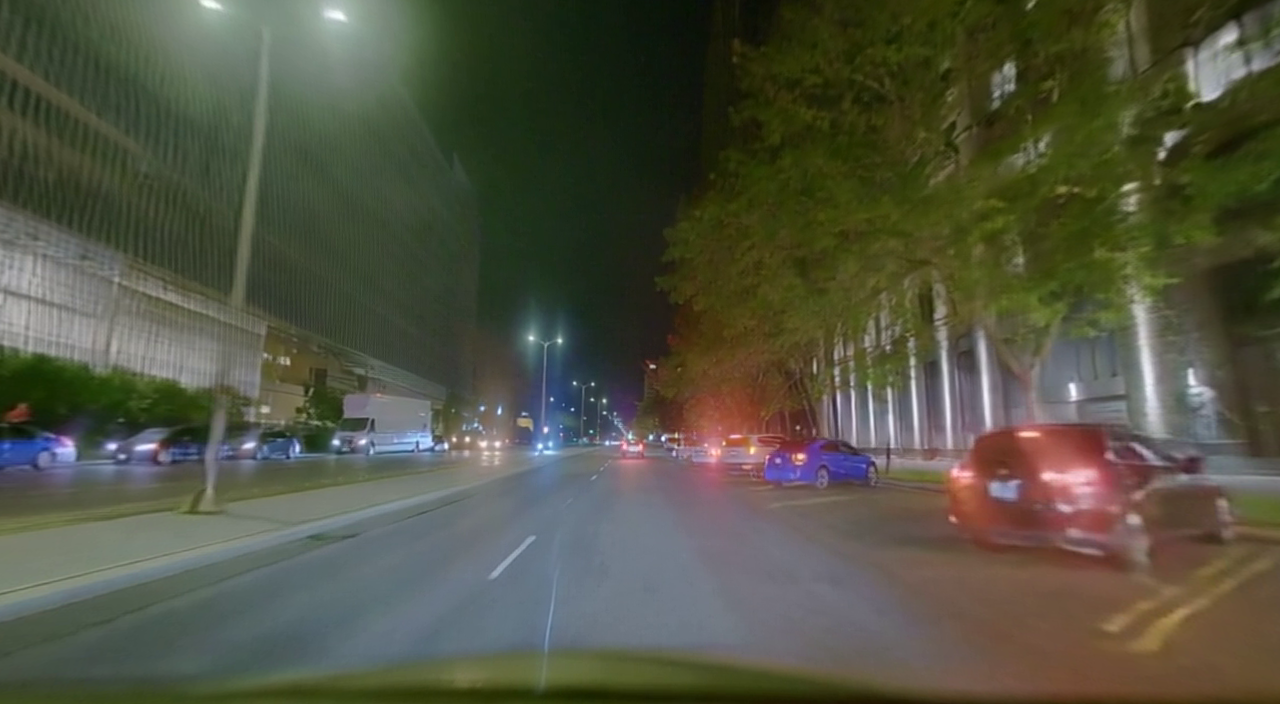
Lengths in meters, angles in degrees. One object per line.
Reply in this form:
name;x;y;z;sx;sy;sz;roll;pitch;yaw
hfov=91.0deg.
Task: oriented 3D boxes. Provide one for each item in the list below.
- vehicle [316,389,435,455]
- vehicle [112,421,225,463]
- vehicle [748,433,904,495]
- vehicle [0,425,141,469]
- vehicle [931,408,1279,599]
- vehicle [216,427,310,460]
vehicle;-19.113;5.417;47.074;3.054;4.140;14.110;-1;-8;-1
vehicle;-19.063;3.667;25.648;1.792;1.554;3.682;0;-8;-2
vehicle;5.039;2.912;16.839;4.275;1.428;1.774;6;-10;-37
vehicle;-19.043;2.908;19.318;2.389;1.206;6.247;-1;-8;1
vehicle;5.144;1.448;6.858;3.765;1.497;1.831;5;-10;-35
vehicle;-18.798;4.583;31.646;1.909;1.518;4.459;-1;-8;0
